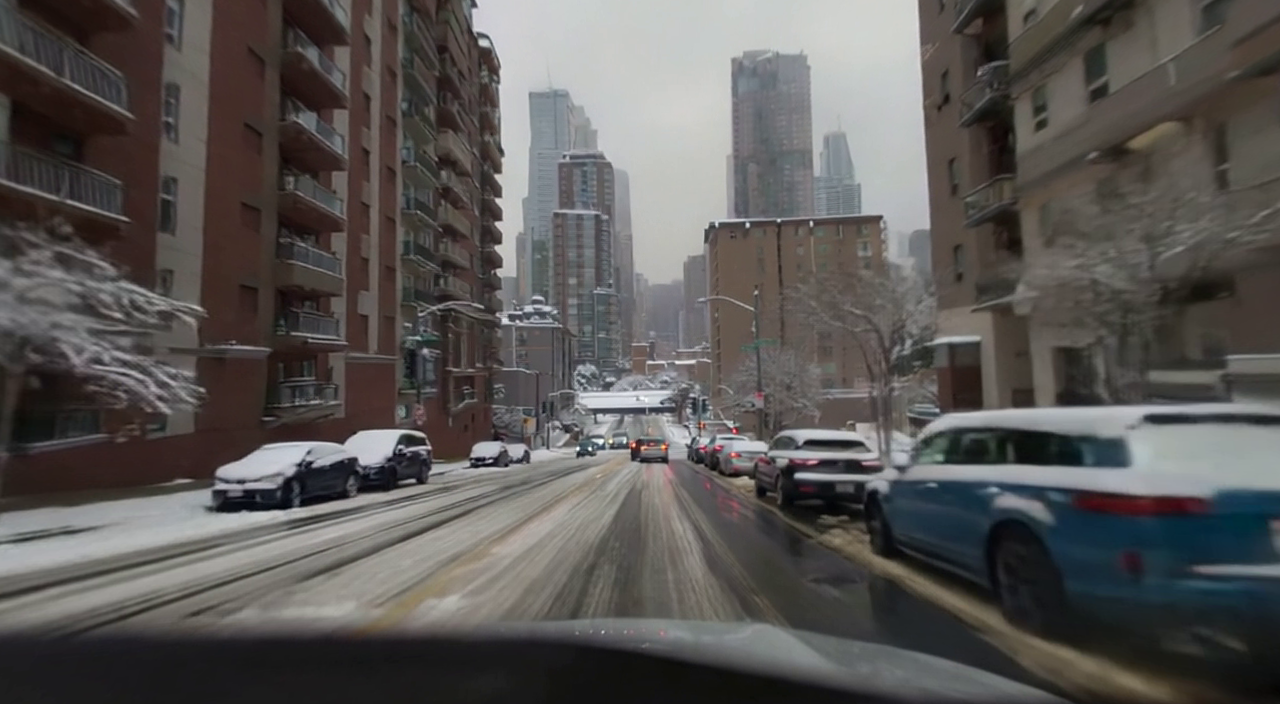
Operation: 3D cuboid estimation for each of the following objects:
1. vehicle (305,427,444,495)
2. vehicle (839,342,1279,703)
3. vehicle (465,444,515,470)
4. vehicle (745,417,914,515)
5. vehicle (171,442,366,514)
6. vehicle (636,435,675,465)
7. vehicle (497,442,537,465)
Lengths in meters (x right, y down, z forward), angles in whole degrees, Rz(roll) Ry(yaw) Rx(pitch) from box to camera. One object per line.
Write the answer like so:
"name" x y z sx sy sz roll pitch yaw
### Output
"vehicle" -8.986 3.740 22.095 2.457 2.048 5.461 0 -8 0
"vehicle" 3.824 1.232 5.743 2.327 1.864 4.981 0 -8 -1
"vehicle" -8.800 6.186 37.388 2.021 1.474 4.337 0 -8 -1
"vehicle" 3.939 2.478 14.200 2.260 1.789 4.810 0 -8 -1
"vehicle" -9.213 3.119 16.232 2.089 1.549 4.597 -1 -8 2
"vehicle" 0.928 5.982 38.616 2.261 1.740 4.065 0 -8 1
"vehicle" -8.788 7.254 45.342 2.002 1.546 4.339 0 -8 0
